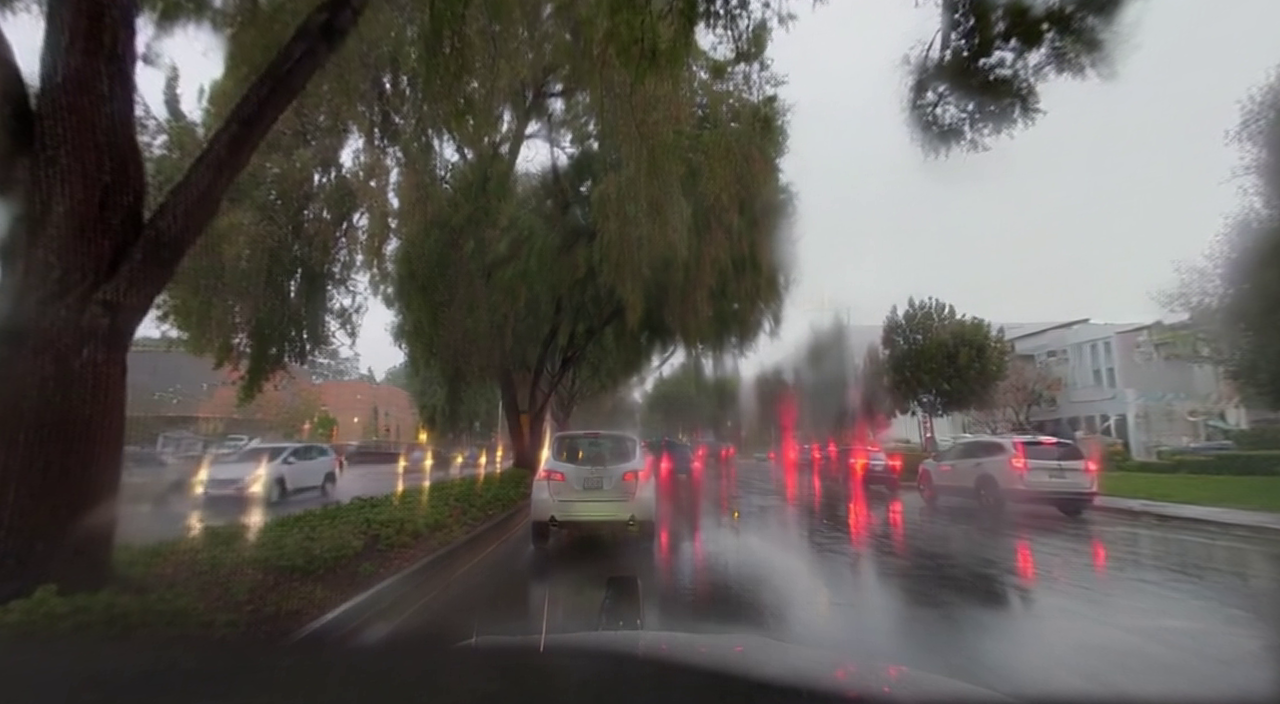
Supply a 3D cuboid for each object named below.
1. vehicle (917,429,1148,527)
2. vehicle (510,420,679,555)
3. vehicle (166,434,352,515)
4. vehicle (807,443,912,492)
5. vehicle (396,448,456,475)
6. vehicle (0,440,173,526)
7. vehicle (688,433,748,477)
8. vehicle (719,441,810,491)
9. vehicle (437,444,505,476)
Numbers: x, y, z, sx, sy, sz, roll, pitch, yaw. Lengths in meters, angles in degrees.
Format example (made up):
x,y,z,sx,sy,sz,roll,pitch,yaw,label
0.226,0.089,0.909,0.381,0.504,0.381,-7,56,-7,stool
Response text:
x,y,z,sx,sy,sz,roll,pitch,yaw,label
7.844,2.529,13.287,2.168,1.709,4.289,0,-8,2,vehicle
-0.694,1.968,9.837,2.106,1.655,3.717,1,-8,-4,vehicle
-8.901,2.857,15.252,1.920,1.663,4.036,0,-8,0,vehicle
7.229,3.830,21.362,1.977,1.485,4.308,0,-8,0,vehicle
-11.912,6.110,35.475,1.866,1.404,4.507,0,-8,-1,vehicle
-13.769,2.949,14.815,1.947,1.703,4.525,-1,-8,3,vehicle
3.488,4.695,29.103,2.114,1.846,4.659,0,-8,-1,vehicle
3.981,3.723,21.048,2.175,1.477,4.520,0,-8,1,vehicle
-8.254,5.313,31.337,2.039,1.466,4.553,0,-8,1,vehicle
